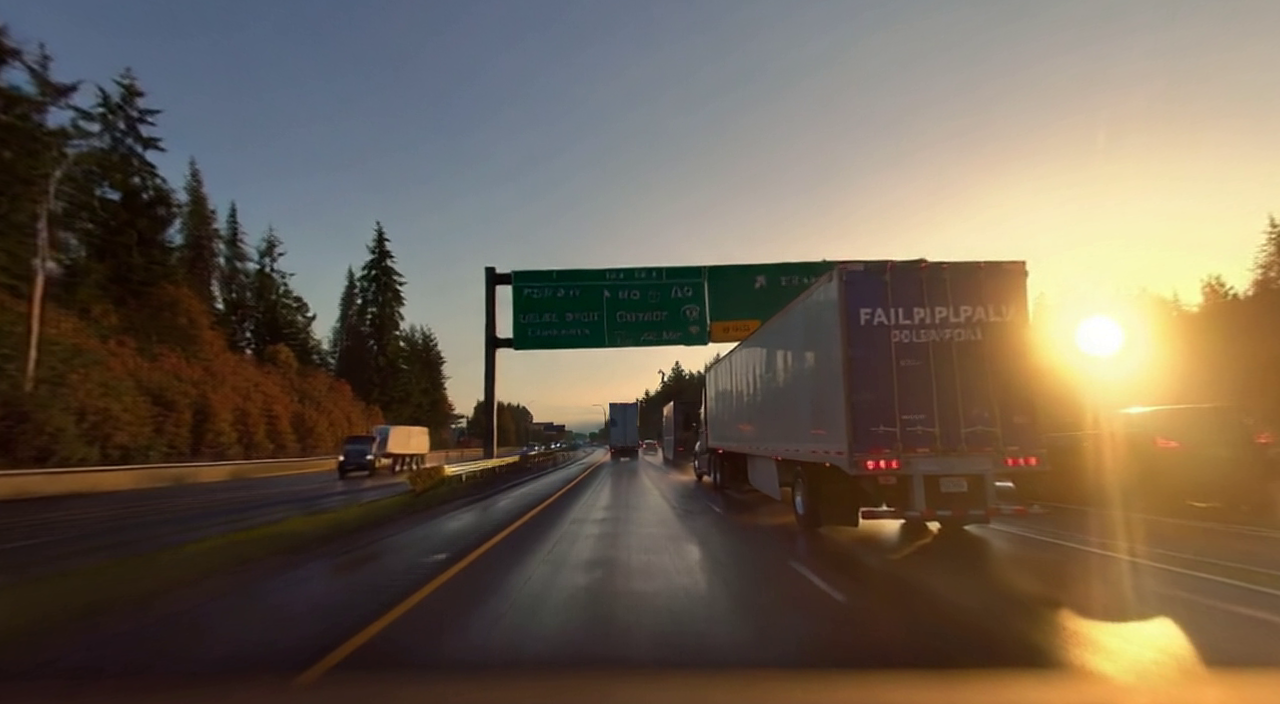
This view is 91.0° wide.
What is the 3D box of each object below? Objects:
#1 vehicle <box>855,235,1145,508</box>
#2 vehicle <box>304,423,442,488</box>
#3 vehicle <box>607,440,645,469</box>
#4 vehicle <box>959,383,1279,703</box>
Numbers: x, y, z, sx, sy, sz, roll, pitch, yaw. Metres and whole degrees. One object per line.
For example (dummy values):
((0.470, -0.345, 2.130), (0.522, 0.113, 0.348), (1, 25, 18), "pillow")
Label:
((4.325, 0.305, 8.032), (2.244, 3.047, 2.035), (0, -8, -2), "vehicle")
((-12.431, 4.914, 30.565), (2.774, 2.621, 9.453), (0, -8, -1), "vehicle")
((-0.772, 5.548, 34.274), (1.943, 1.491, 3.459), (0, -8, -2), "vehicle")
((4.625, 1.123, 4.539), (4.253, 1.543, 2.045), (4, -9, -30), "vehicle")
